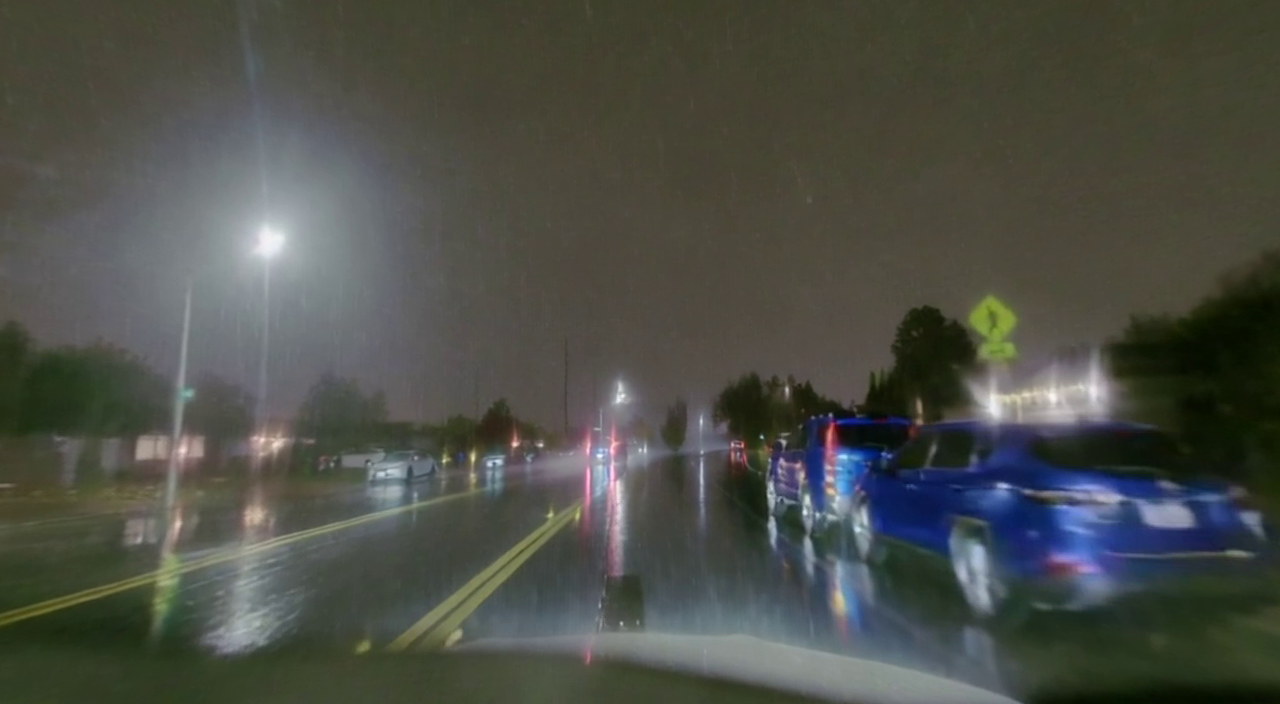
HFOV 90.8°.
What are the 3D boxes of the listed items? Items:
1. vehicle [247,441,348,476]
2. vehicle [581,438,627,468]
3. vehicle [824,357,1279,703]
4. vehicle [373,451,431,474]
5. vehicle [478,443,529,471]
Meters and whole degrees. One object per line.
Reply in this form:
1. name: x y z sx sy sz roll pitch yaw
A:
1. vehicle: -19.429 6.060 35.926 4.628 1.808 1.899 0 -12 7
2. vehicle: -2.176 6.230 39.309 2.135 1.731 4.232 -1 -8 7
3. vehicle: 3.406 1.298 5.455 2.147 1.725 4.927 3 -8 0
4. vehicle: -16.055 7.468 42.893 1.872 1.396 4.150 -1 -8 8
5. vehicle: -10.690 8.242 49.865 2.157 1.882 5.479 -5 -9 7
